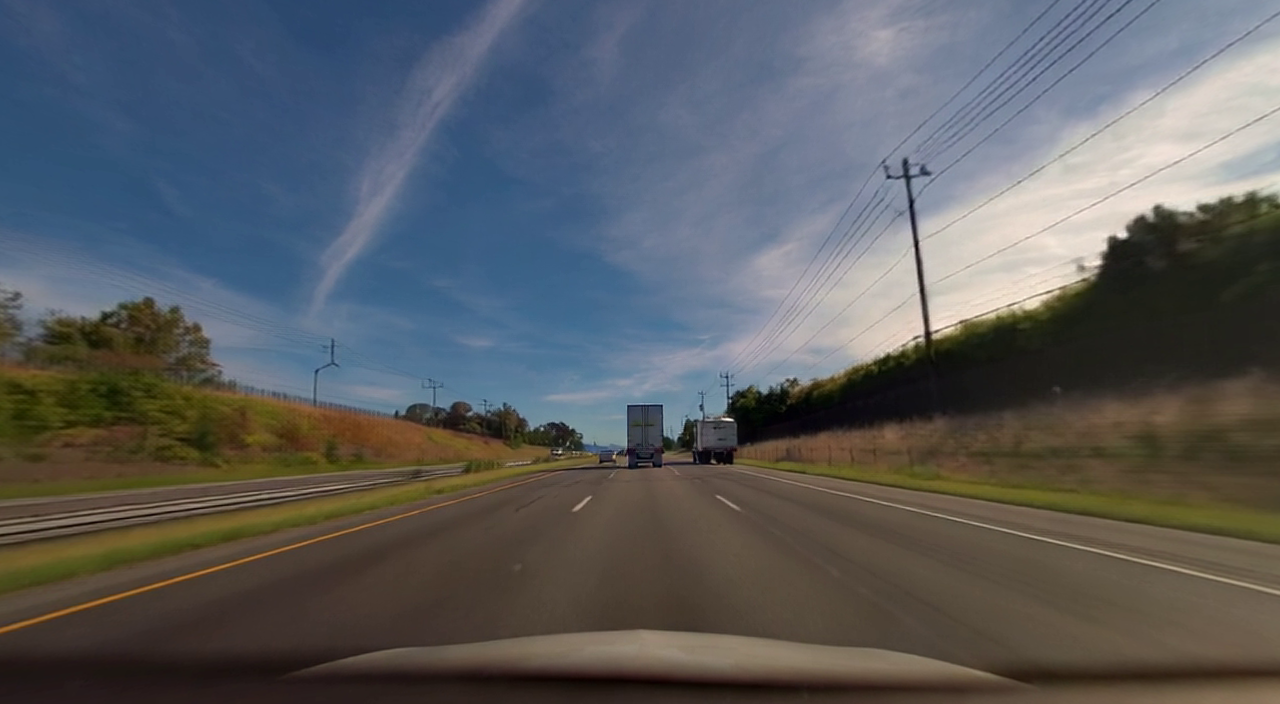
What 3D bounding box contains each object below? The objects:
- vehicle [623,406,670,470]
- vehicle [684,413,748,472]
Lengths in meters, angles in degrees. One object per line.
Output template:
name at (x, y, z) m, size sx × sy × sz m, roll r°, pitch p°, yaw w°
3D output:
vehicle at (0.500, 6.500, 46.639) m, size 2.997 × 4.076 × 13.224 m, roll 0°, pitch -9°, yaw 1°
vehicle at (4.688, 5.907, 40.884) m, size 2.938 × 3.378 × 8.820 m, roll 0°, pitch -9°, yaw 0°
